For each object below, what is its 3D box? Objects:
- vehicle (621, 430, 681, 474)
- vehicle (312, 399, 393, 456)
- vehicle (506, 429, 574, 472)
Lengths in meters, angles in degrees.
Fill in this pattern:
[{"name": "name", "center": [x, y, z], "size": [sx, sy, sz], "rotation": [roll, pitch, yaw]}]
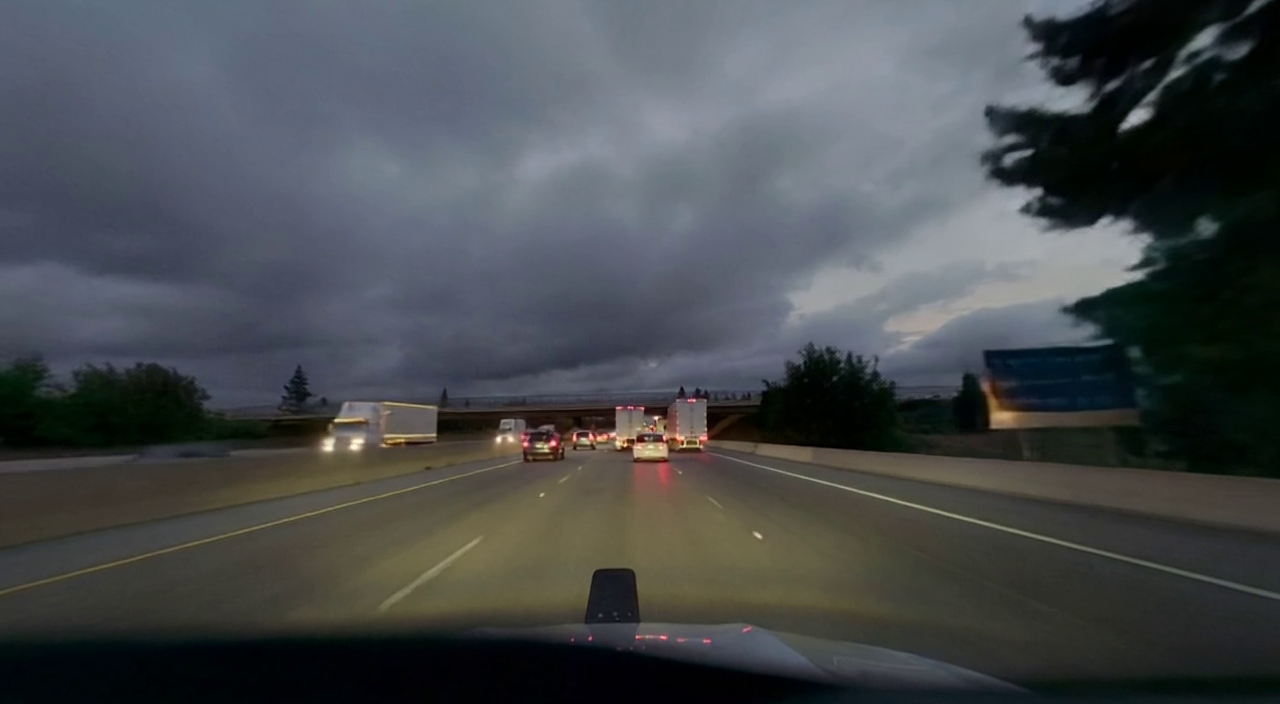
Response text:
[{"name": "vehicle", "center": [0.336, 3.719, 23.706], "size": [2.059, 1.522, 3.693], "rotation": [0, -8, -1]}, {"name": "vehicle", "center": [-21.353, 5.720, 47.213], "size": [3.051, 3.954, 6.368], "rotation": [0, -8, -1]}, {"name": "vehicle", "center": [-3.870, 3.893, 25.219], "size": [1.979, 1.527, 4.754], "rotation": [0, -8, -1]}]
